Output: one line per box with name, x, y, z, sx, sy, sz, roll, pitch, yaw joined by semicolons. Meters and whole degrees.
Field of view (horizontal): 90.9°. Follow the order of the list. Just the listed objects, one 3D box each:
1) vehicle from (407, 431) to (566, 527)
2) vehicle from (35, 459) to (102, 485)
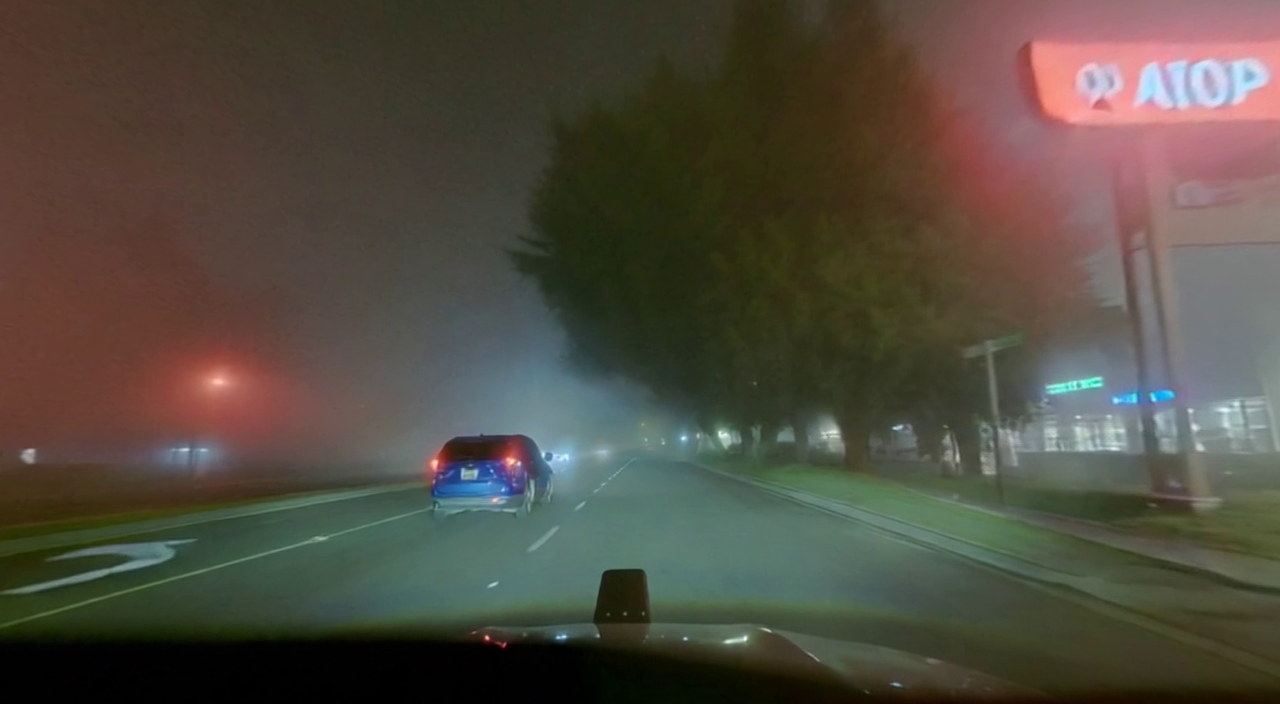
vehicle;-2.929;2.530;13.121;2.127;1.654;4.121;0;-8;2
vehicle;-43.144;9.046;47.687;1.953;1.686;4.480;2;-9;-17
